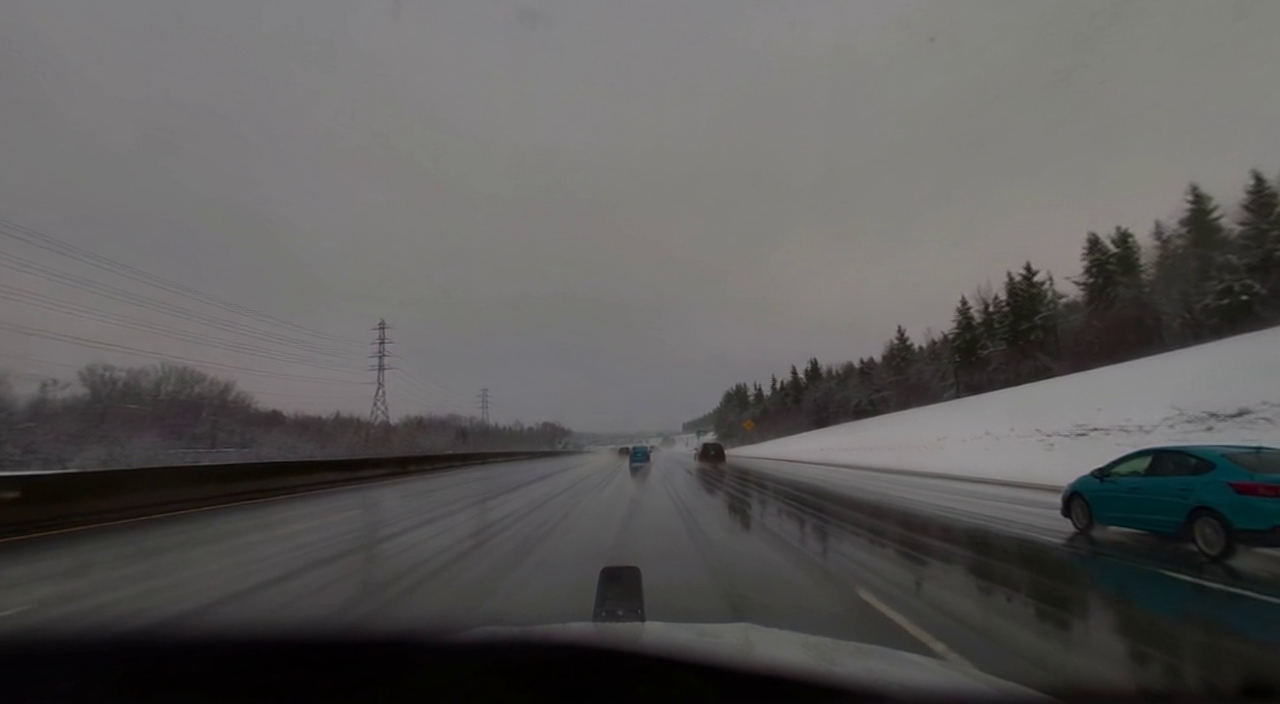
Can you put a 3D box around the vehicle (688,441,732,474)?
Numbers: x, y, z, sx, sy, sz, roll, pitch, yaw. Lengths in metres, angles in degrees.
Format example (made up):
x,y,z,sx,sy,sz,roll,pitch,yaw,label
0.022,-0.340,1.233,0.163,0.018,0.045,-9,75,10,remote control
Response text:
x,y,z,sx,sy,sz,roll,pitch,yaw,label
4.096,6.210,37.414,2.159,1.782,4.673,0,-8,1,vehicle

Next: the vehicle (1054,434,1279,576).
x,y,z,sx,sy,sz,roll,pitch,yaw,label
8.047,1.892,8.273,1.970,1.545,4.818,0,-8,1,vehicle
